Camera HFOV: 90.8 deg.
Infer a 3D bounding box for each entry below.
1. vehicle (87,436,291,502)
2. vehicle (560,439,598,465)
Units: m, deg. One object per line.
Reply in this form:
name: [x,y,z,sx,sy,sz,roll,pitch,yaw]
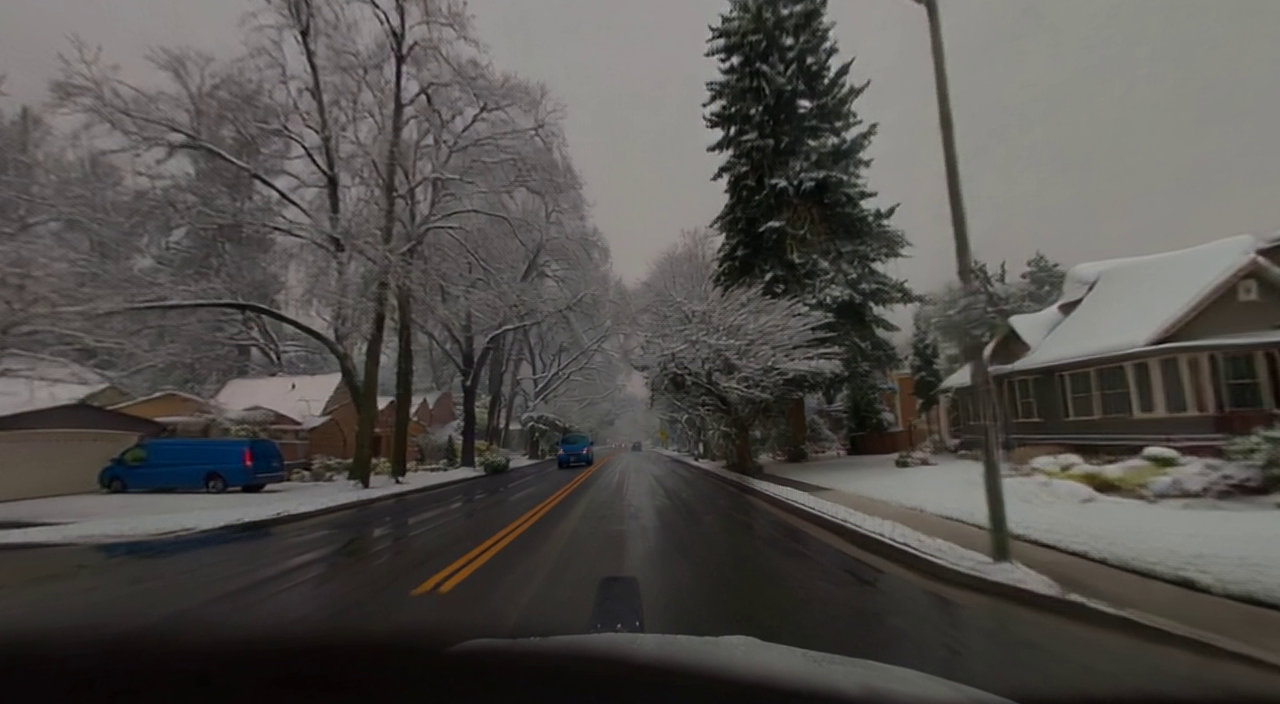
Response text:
vehicle: [-14.462,3.702,20.609,2.145,1.839,4.837,-6,-10,33]
vehicle: [-4.471,7.416,47.064,2.303,1.813,5.660,0,-8,0]
